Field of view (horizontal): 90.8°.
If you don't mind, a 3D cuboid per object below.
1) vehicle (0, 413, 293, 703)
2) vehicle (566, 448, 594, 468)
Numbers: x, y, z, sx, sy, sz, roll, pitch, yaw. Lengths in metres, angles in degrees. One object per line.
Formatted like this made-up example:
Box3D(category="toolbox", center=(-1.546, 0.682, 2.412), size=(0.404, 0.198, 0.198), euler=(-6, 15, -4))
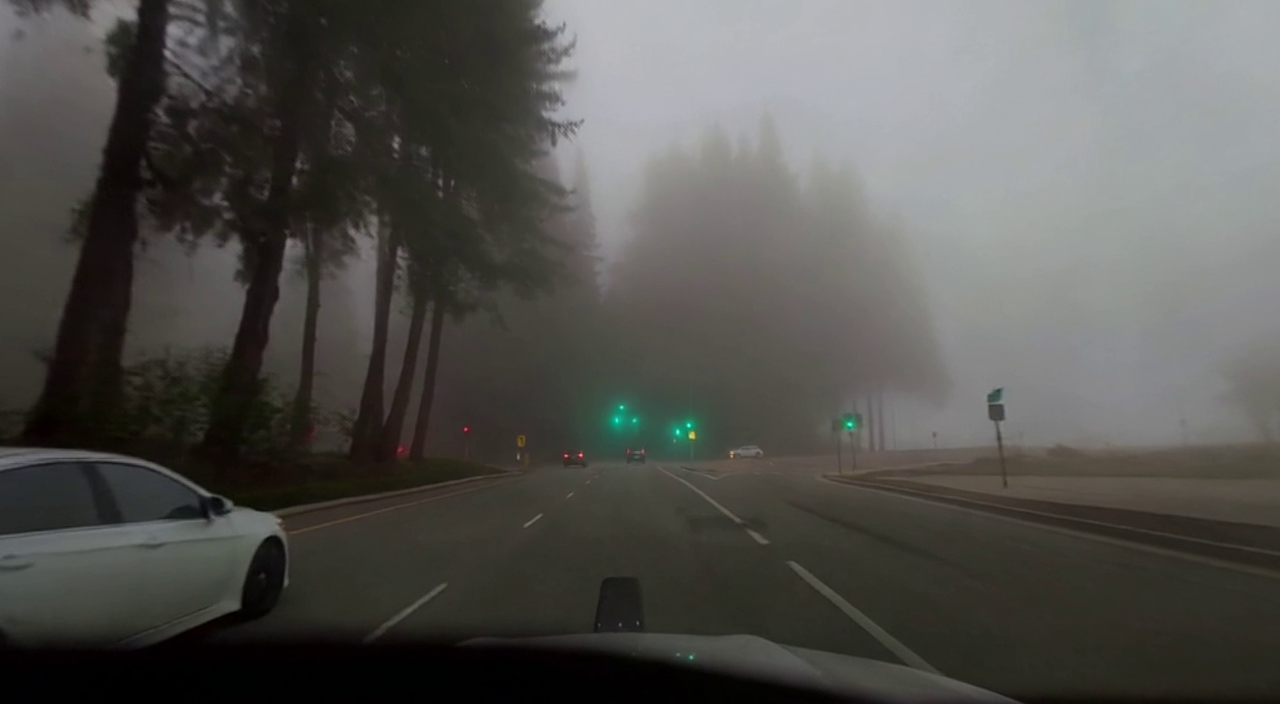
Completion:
Box3D(category="vehicle", center=(-3.779, 1.011, 2.791), size=(1.968, 1.459, 4.433), euler=(0, -8, 0))
Box3D(category="vehicle", center=(-4.527, 8.024, 47.860), size=(1.674, 1.408, 4.141), euler=(0, -8, 1))
